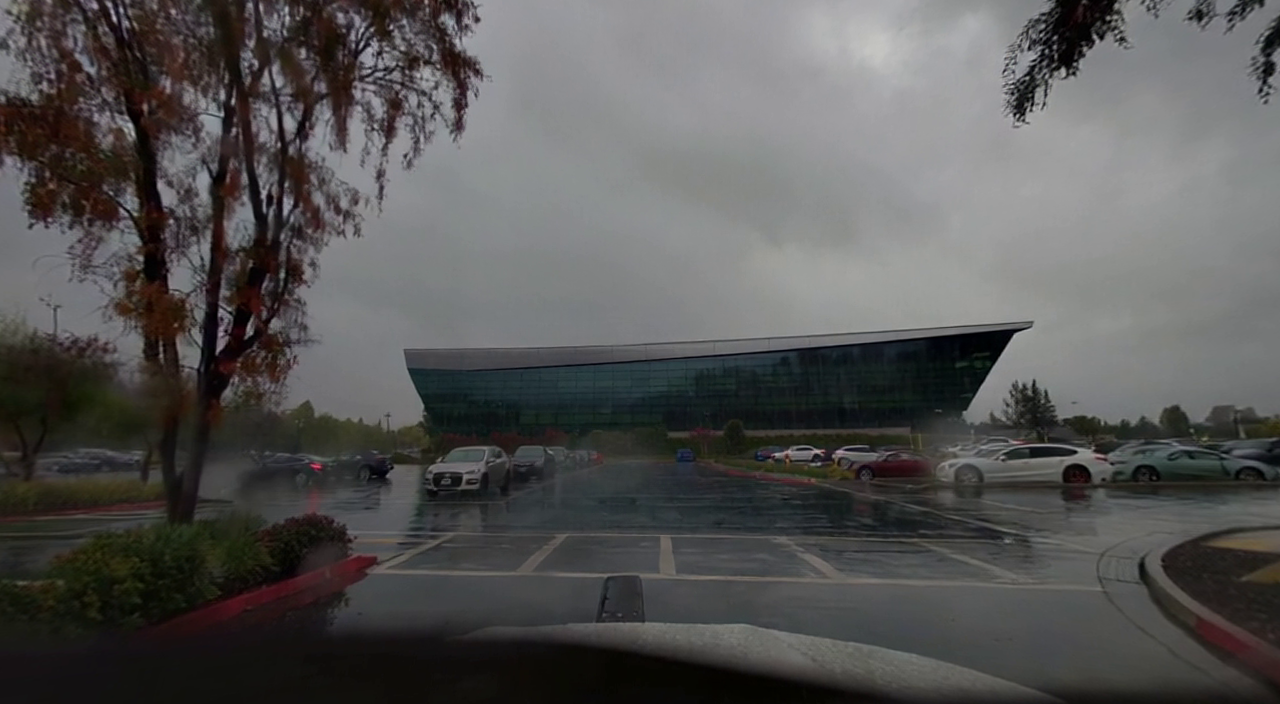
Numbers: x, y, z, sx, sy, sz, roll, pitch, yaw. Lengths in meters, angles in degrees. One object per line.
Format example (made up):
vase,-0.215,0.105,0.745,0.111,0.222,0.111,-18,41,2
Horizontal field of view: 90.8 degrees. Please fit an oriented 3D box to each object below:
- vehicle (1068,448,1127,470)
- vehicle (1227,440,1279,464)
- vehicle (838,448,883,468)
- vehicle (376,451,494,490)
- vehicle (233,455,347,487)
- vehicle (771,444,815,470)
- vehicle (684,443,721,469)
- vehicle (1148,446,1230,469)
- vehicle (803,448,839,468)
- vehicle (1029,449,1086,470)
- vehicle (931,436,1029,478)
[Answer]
vehicle,31.293,7.307,43.273,1.519,1.371,3.278,0,-8,-1
vehicle,43.061,6.818,43.090,1.758,1.572,4.421,0,-8,1
vehicle,17.055,8.221,49.080,1.971,1.478,4.477,0,-8,1
vehicle,-8.702,4.978,26.905,4.442,1.504,1.809,4,-10,-28
vehicle,-16.739,5.695,30.361,4.331,1.437,1.876,0,-8,3
vehicle,10.527,7.201,43.696,1.936,1.673,4.305,0,-8,0
vehicle,4.605,7.745,47.301,2.262,1.794,5.331,0,-8,1
vehicle,37.011,7.118,42.764,1.678,1.423,4.191,0,-8,-2
vehicle,14.199,8.300,49.648,1.935,1.477,3.719,0,-8,4
vehicle,28.304,7.285,42.900,1.495,1.371,3.336,0,-9,0
vehicle,16.475,5.094,30.977,2.048,1.852,4.998,0,-9,1
